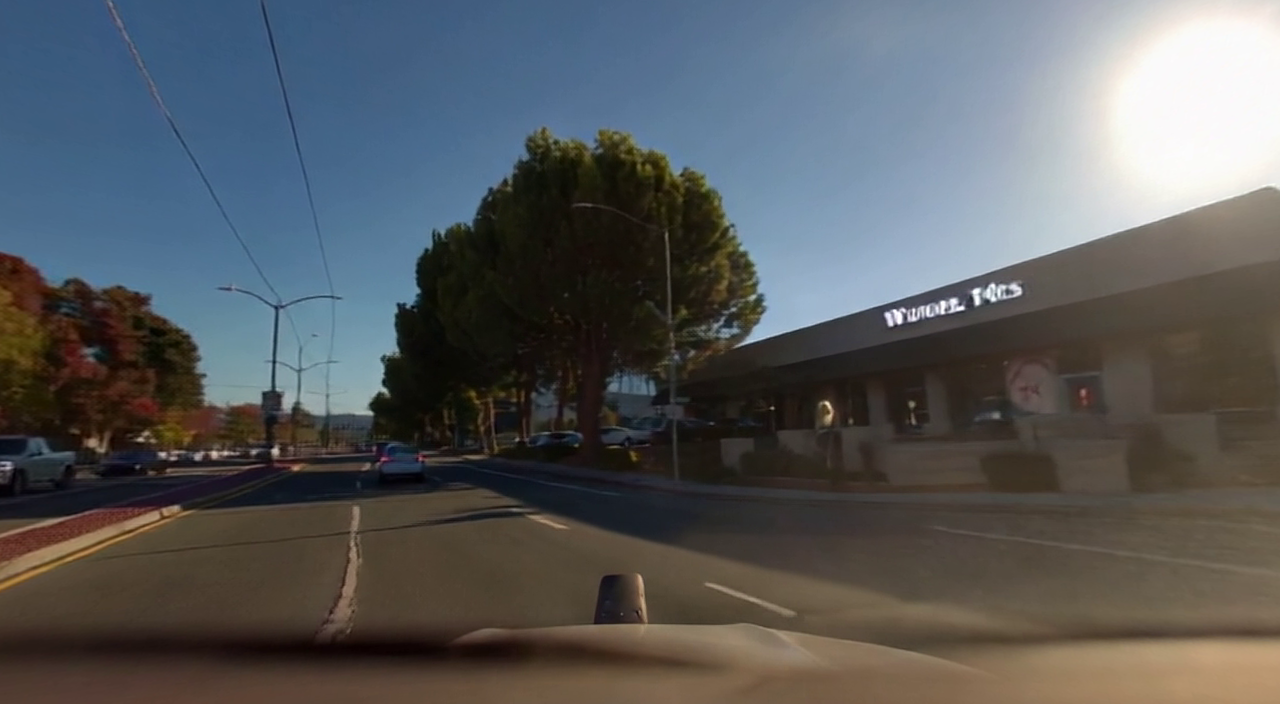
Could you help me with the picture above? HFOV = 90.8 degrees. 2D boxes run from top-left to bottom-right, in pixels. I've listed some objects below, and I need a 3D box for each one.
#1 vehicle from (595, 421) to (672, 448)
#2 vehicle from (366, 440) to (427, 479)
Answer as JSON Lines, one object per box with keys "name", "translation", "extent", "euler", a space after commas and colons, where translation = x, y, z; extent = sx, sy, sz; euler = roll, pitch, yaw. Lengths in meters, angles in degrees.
{"name": "vehicle", "translation": [-0.432, 5.735, 43.653], "extent": [4.851, 1.737, 2.189], "euler": [4, -9, -27]}
{"name": "vehicle", "translation": [-11.413, 4.943, 29.450], "extent": [2.197, 1.642, 4.312], "euler": [4, -9, -26]}
